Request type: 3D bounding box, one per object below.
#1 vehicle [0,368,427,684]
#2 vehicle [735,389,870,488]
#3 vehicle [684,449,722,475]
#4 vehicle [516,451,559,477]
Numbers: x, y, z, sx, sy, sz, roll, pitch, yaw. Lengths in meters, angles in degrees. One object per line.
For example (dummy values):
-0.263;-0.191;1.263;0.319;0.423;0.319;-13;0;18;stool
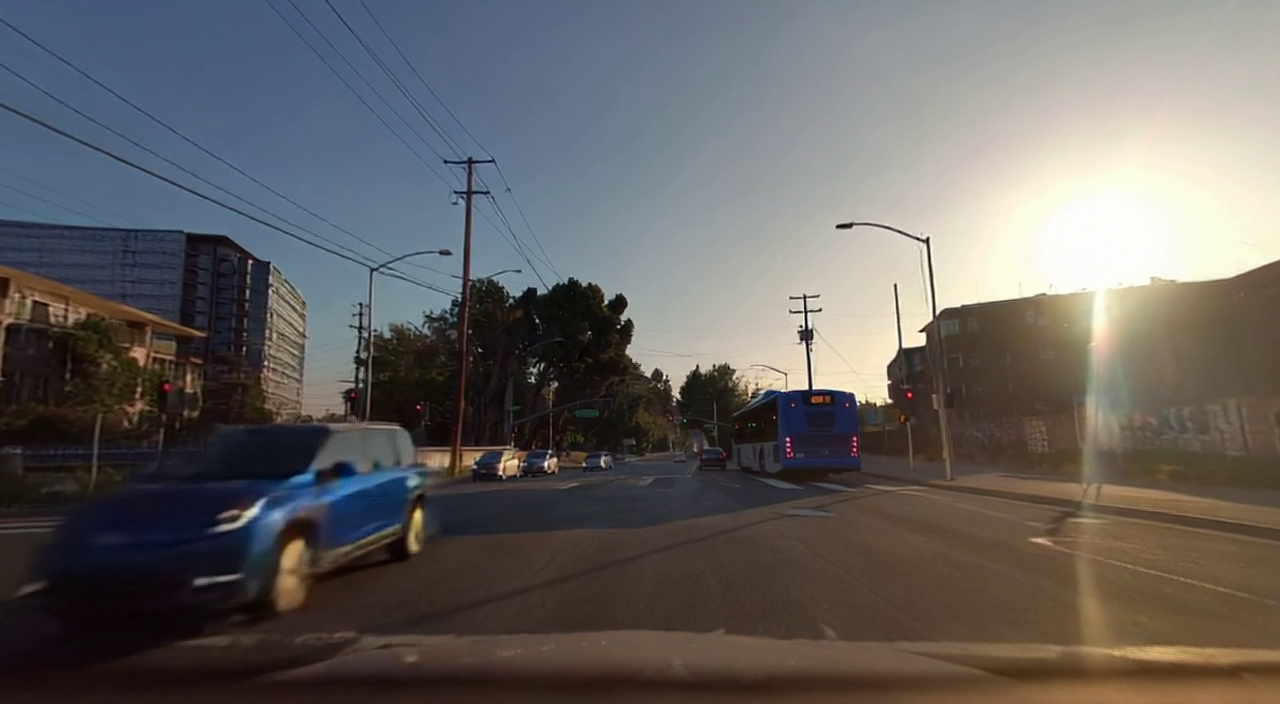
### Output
-3.736;1.302;5.786;2.015;1.818;4.061;-1;-8;2;vehicle
6.635;3.953;28.476;3.045;3.447;12.604;0;-8;2;vehicle
3.801;6.721;38.949;1.961;1.470;4.196;0;-8;1;vehicle
-7.232;7.951;44.991;2.011;1.672;4.637;-1;-8;4;vehicle
